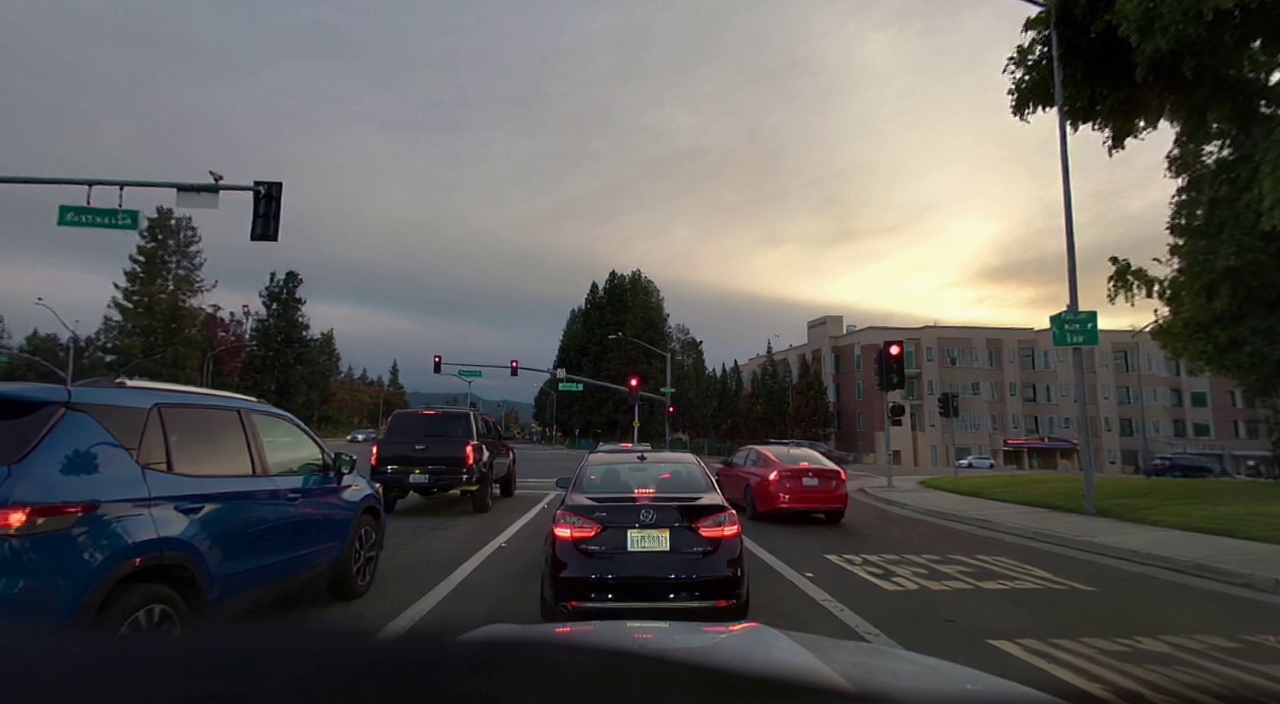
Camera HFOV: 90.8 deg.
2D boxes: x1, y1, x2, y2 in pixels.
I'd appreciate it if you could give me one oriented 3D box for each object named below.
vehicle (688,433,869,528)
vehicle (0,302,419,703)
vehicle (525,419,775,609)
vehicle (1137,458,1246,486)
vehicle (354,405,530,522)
[{"bbox_3d":[2.463,2.447,12.752,2.100,1.524,4.746,1,-9,-6],"label":"vehicle"},{"bbox_3d":[-3.147,1.011,4.143,1.924,1.737,4.387,0,-8,-2],"label":"vehicle"},{"bbox_3d":[-0.056,1.619,7.329,2.001,1.483,4.442,0,-8,-4],"label":"vehicle"},{"bbox_3d":[33.856,7.367,38.892,4.737,1.572,2.026,0,-8,1],"label":"vehicle"},{"bbox_3d":[-3.878,2.319,13.707,2.305,1.984,5.586,0,-8,-3],"label":"vehicle"}]
